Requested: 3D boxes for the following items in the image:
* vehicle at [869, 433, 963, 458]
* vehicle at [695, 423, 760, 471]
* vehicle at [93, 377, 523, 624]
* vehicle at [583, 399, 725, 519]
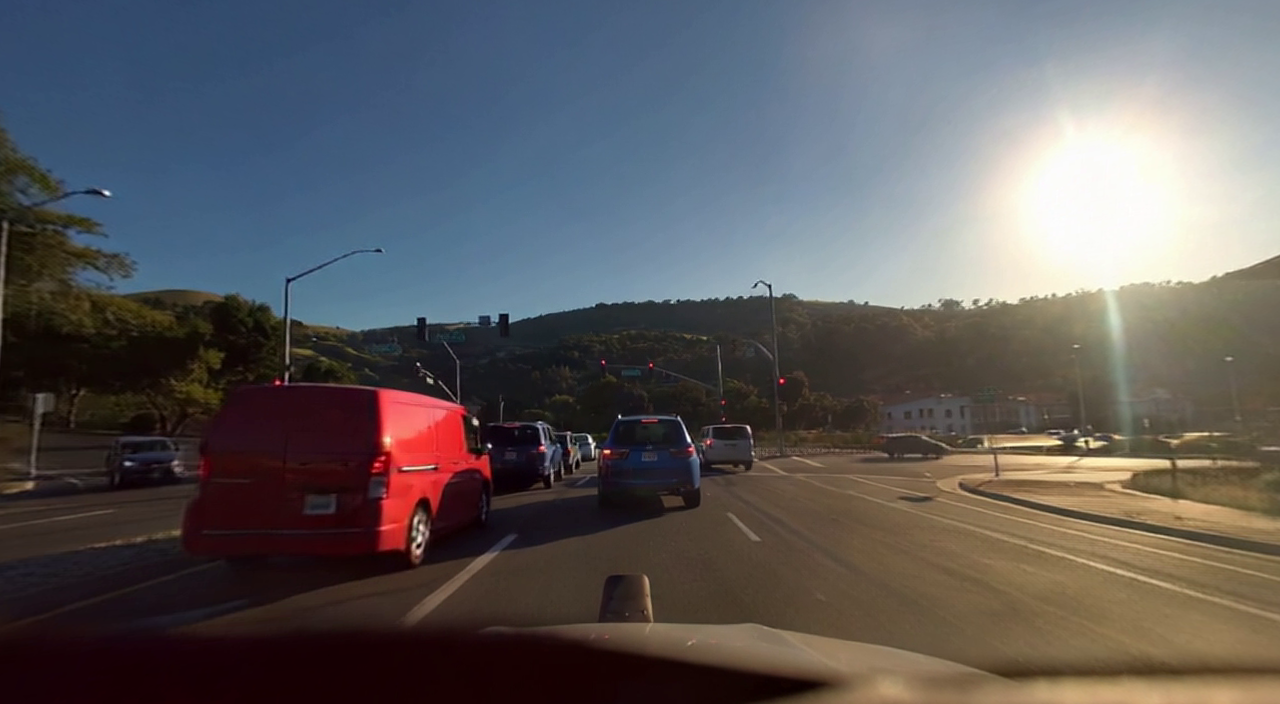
[{"bbox_3d":[16.263,5.525,37.245,4.696,1.461,1.810,0,-8,-1],"label":"vehicle"},{"bbox_3d":[3.180,3.549,23.614,1.817,1.662,3.843,0,-8,-1],"label":"vehicle"},{"bbox_3d":[-2.849,1.413,6.932,2.131,1.783,4.540,0,-8,2],"label":"vehicle"},{"bbox_3d":[0.220,1.970,11.966,2.185,1.822,4.391,0,-8,0],"label":"vehicle"}]
